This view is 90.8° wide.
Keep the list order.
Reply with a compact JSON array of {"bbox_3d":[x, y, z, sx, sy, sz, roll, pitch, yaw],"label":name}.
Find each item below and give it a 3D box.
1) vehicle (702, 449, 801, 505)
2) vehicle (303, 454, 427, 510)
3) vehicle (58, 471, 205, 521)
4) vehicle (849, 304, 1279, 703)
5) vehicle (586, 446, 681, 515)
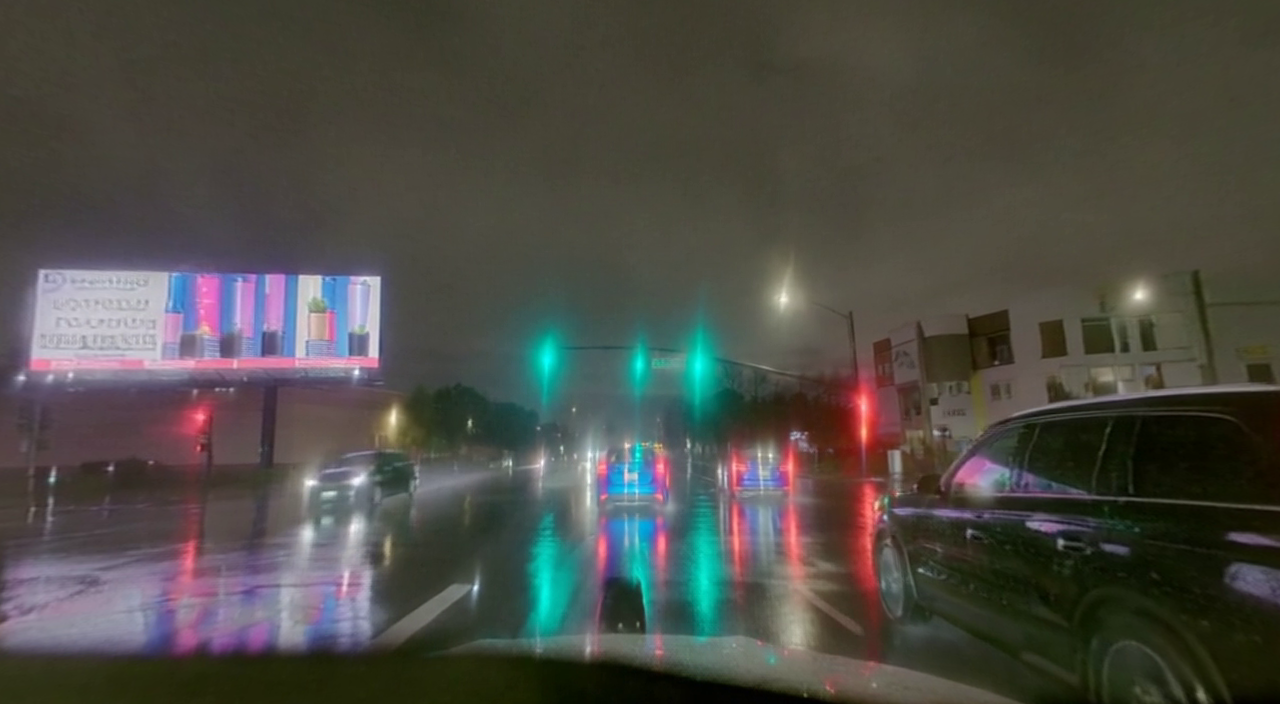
[{"bbox_3d":[3.137,3.606,18.780,2.009,1.414,4.416,0,-8,-2],"label":"vehicle"},{"bbox_3d":[-8.727,4.123,20.563,1.879,1.510,4.619,0,-8,1],"label":"vehicle"},{"bbox_3d":[-19.194,5.410,24.178,1.942,1.453,4.448,0,-8,0],"label":"vehicle"},{"bbox_3d":[2.974,0.987,3.533,2.047,1.785,4.357,0,-8,-1],"label":"vehicle"},{"bbox_3d":[-0.210,3.133,15.943,2.095,1.502,3.873,0,-8,-2],"label":"vehicle"}]
